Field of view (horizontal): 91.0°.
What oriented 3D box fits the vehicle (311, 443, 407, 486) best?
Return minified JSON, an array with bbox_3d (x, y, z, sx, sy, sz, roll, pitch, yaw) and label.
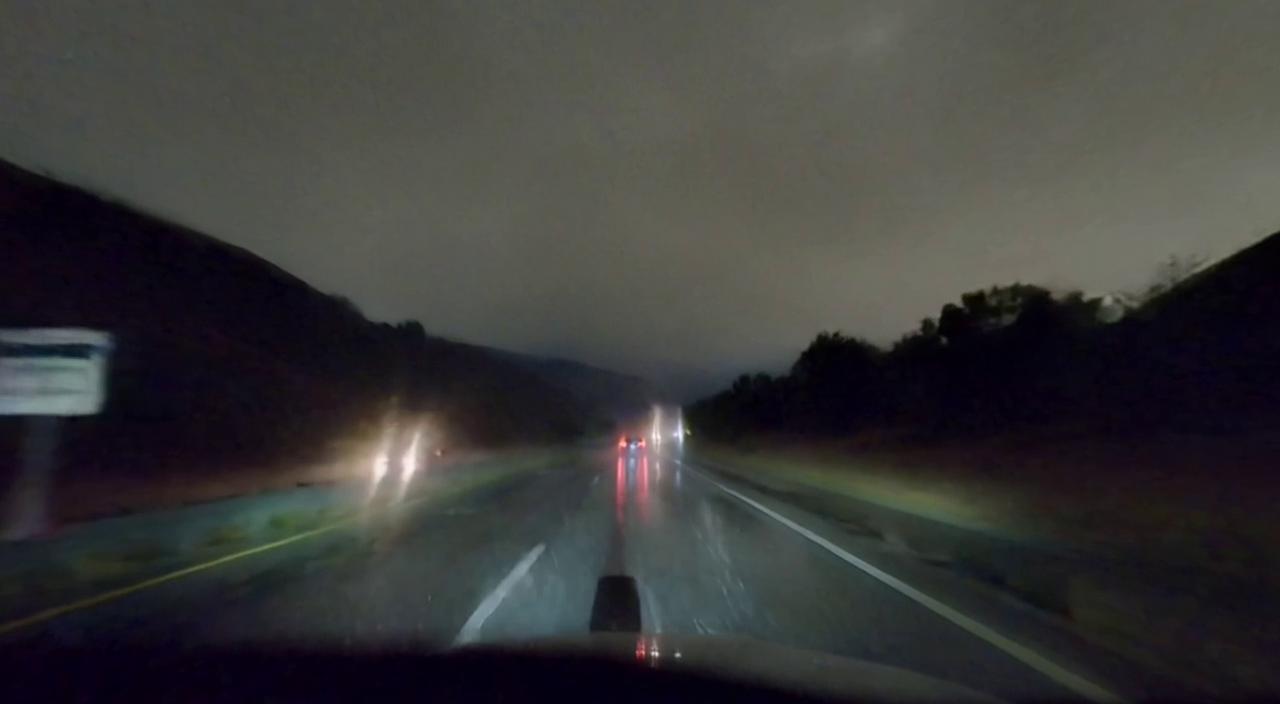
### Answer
[{"bbox_3d":[-10.904,4.357,24.802,1.918,1.462,4.383,-2,-8,-2],"label":"vehicle"}]
